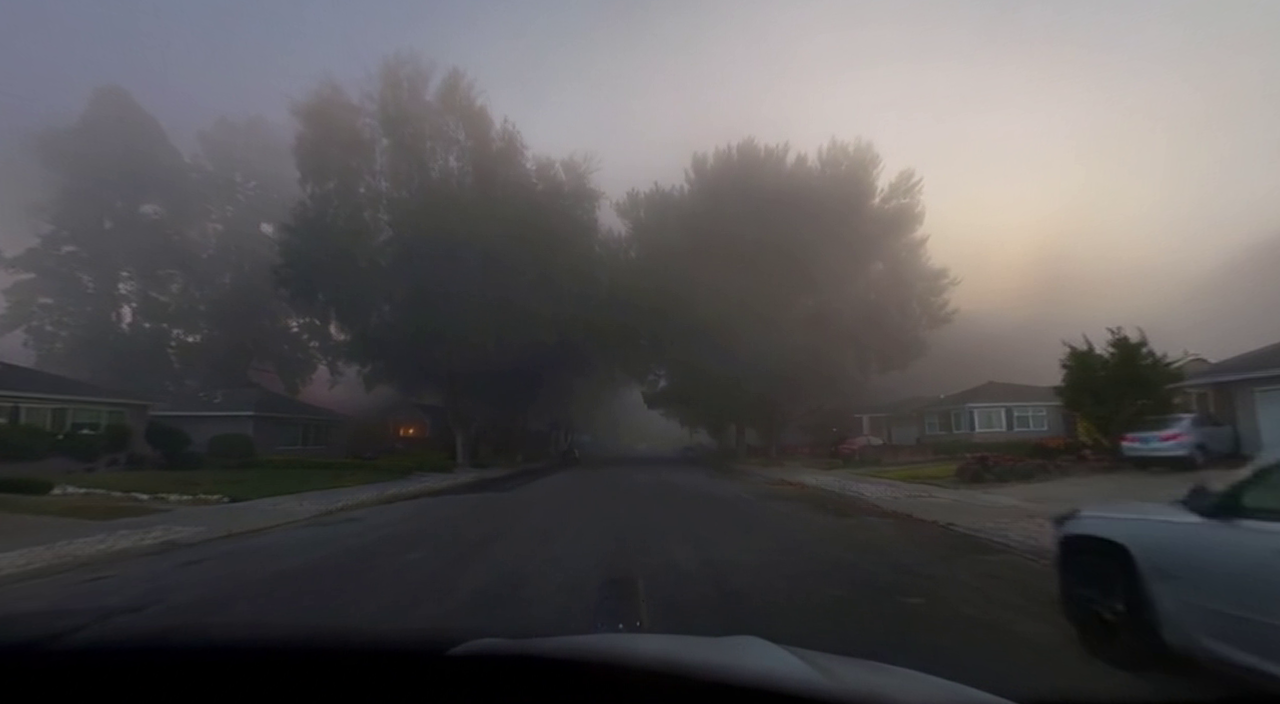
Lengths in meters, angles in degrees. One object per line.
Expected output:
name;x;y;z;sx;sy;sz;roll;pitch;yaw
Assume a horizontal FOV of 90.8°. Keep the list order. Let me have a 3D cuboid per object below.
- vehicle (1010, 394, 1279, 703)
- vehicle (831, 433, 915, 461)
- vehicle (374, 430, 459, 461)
vehicle;3.863;0.911;2.262;2.136;1.596;4.790;0;-8;0
vehicle;14.167;5.735;38.451;4.391;1.555;1.953;1;-7;-13
vehicle;-15.307;6.470;43.433;5.003;1.805;2.041;10;-13;-37
